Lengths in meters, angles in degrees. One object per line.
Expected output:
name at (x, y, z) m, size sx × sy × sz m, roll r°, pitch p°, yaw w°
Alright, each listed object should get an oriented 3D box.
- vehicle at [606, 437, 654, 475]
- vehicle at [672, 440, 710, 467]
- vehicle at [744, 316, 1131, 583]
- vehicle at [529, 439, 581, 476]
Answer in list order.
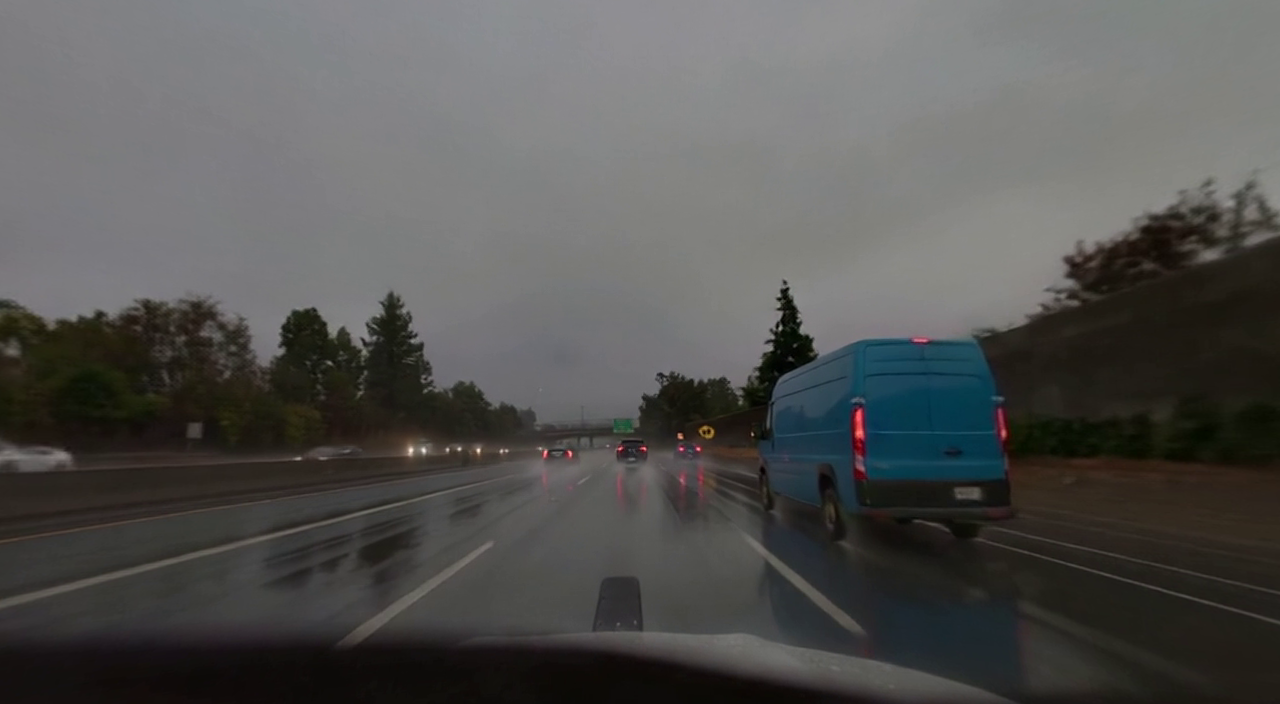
vehicle at (-0.489, 5.343, 32.717) m, size 2.297 × 1.783 × 4.355 m, roll 0°, pitch -8°, yaw 0°
vehicle at (3.454, 6.983, 43.621) m, size 2.160 × 1.759 × 4.214 m, roll 0°, pitch -8°, yaw -2°
vehicle at (3.553, 1.440, 9.737) m, size 2.631 × 2.709 × 6.496 m, roll 0°, pitch -8°, yaw -1°
vehicle at (-4.227, 5.309, 32.022) m, size 2.023 × 1.709 × 4.263 m, roll 0°, pitch -8°, yaw 0°
